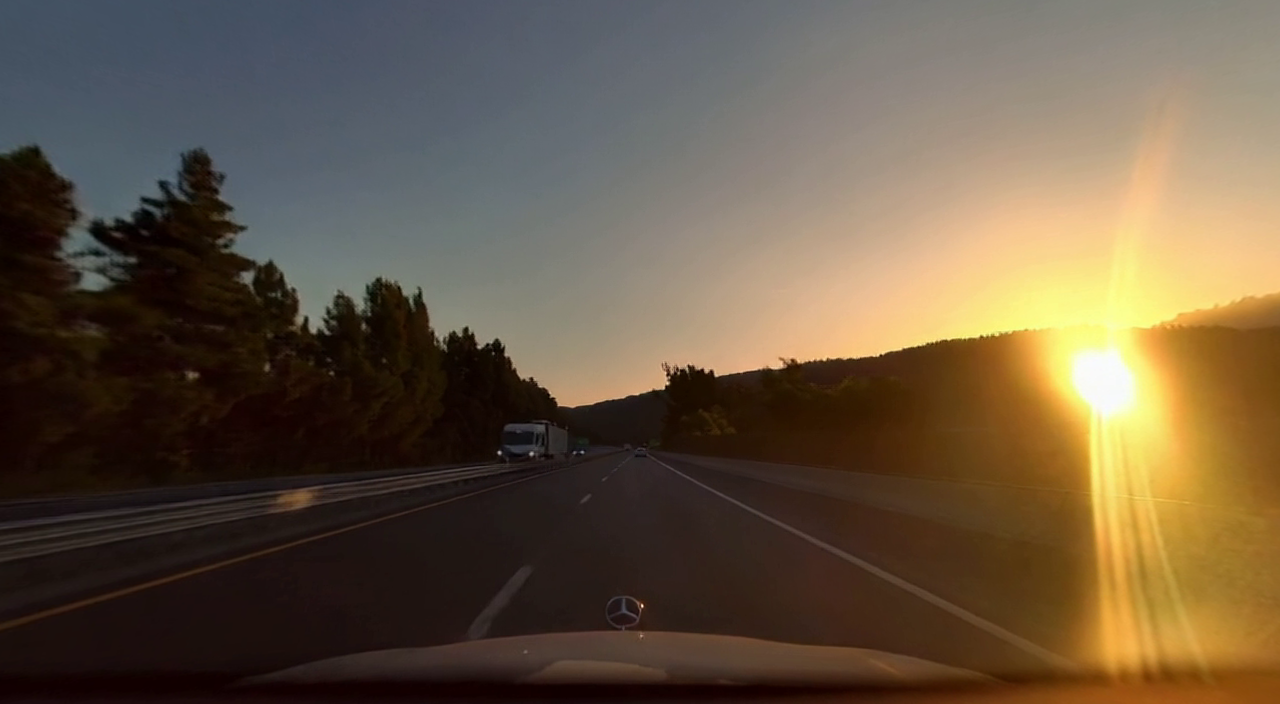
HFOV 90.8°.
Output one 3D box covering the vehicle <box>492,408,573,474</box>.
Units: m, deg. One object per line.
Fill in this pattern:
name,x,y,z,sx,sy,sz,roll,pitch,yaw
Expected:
vehicle,-6.881,6.132,43.030,2.939,3.731,14.269,0,-9,0
